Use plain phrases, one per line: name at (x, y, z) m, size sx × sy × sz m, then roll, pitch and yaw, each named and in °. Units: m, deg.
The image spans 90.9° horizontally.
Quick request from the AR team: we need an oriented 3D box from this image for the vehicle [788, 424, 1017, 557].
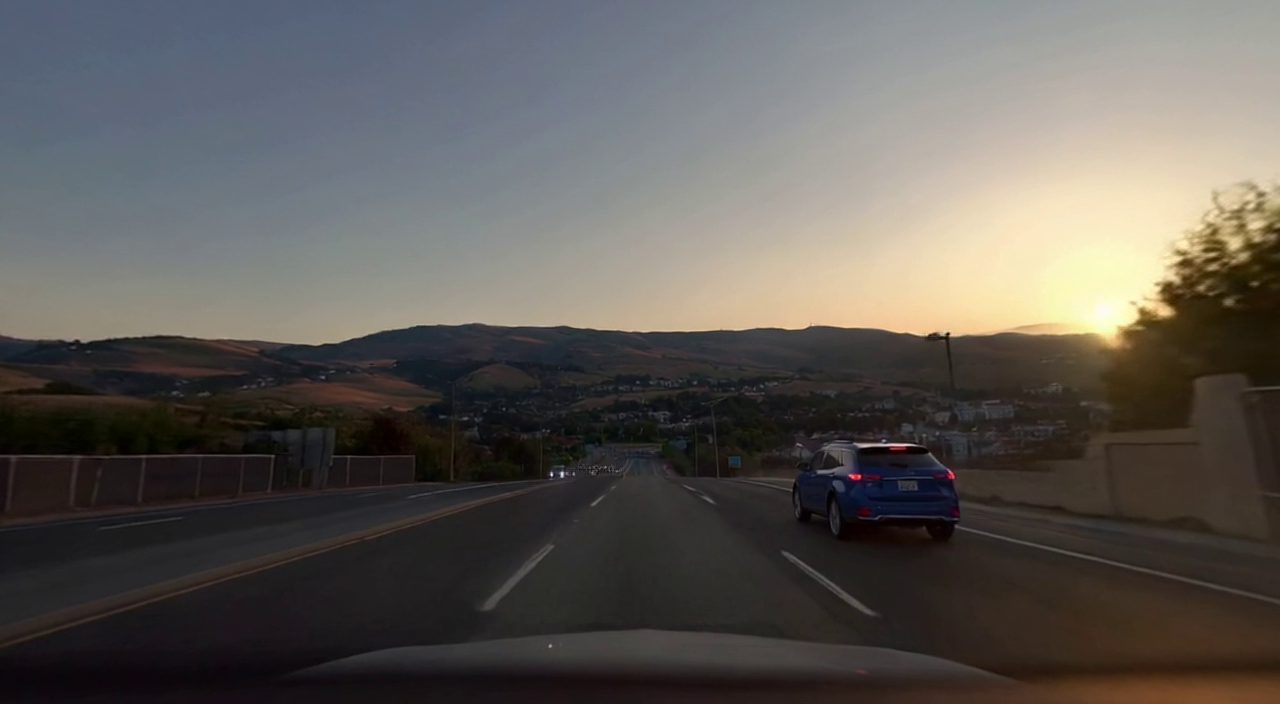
vehicle at (3.968, 2.153, 10.528) m, size 1.989 × 1.730 × 4.324 m, roll 0°, pitch -9°, yaw 1°
